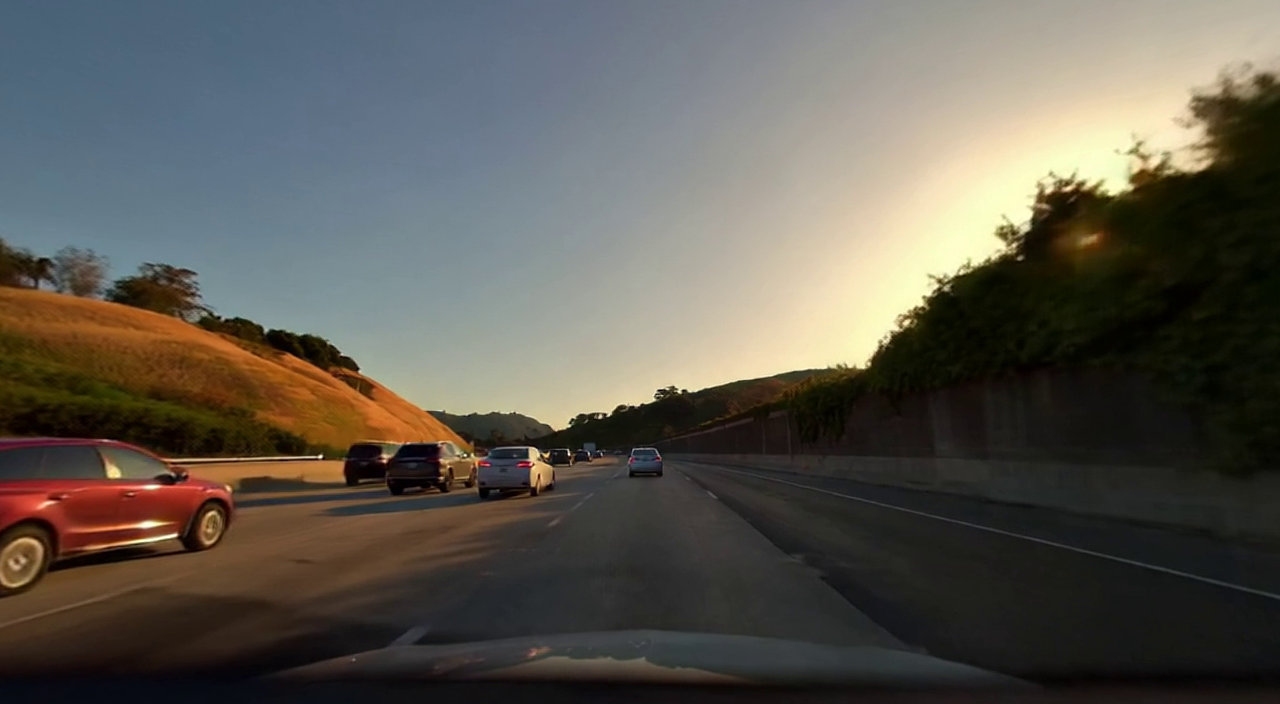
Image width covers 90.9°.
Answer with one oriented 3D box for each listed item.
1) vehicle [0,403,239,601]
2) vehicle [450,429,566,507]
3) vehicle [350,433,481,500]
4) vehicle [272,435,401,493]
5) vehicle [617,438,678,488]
[{"bbox_3d":[-6.997,1.530,6.772,2.215,1.797,4.666,0,-9,1],"label":"vehicle"},{"bbox_3d":[-3.422,3.117,17.352,2.093,1.820,4.506,0,-9,1],"label":"vehicle"},{"bbox_3d":[-6.916,3.582,20.224,2.108,1.856,5.214,0,-9,2],"label":"vehicle"},{"bbox_3d":[-11.209,4.169,23.865,2.013,1.908,5.617,0,-9,1],"label":"vehicle"},{"bbox_3d":[0.261,4.362,25.111,2.233,1.804,4.273,0,-9,0],"label":"vehicle"}]
